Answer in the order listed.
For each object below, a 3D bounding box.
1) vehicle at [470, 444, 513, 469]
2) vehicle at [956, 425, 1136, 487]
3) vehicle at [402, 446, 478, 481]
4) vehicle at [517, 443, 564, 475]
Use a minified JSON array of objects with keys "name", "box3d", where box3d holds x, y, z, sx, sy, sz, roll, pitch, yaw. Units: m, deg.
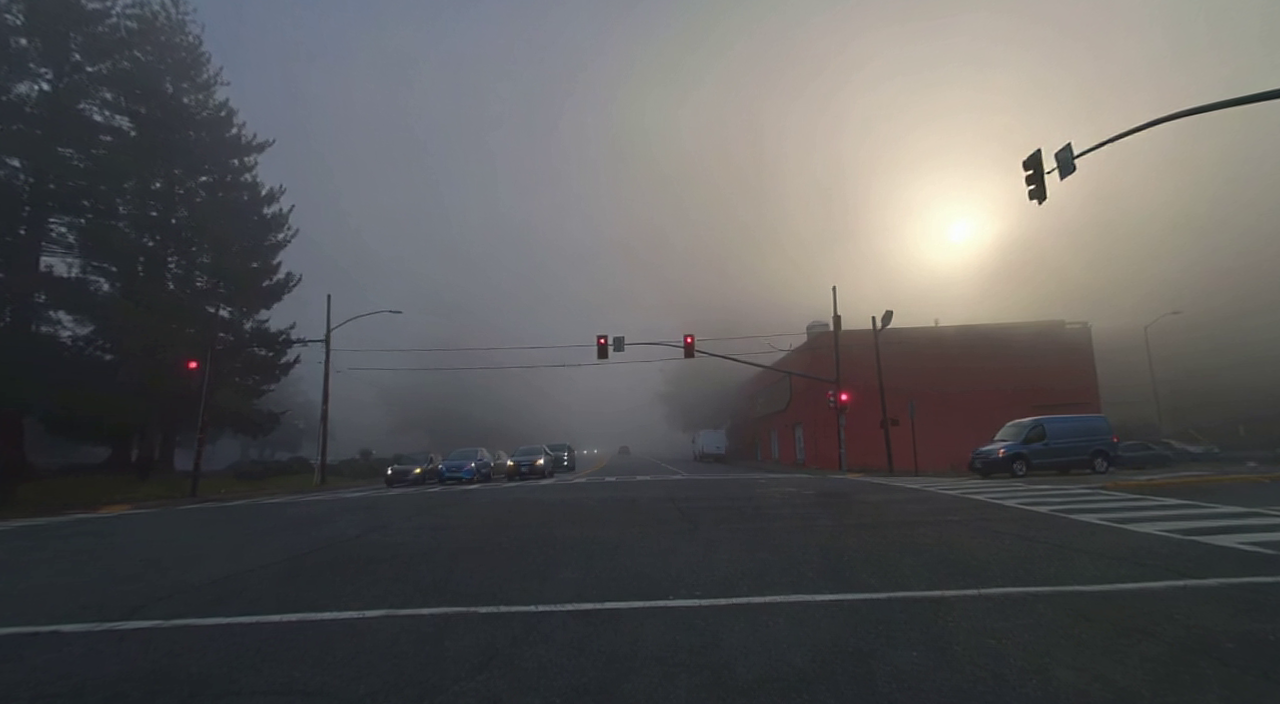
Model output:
[{"name":"vehicle","box3d":[-9.014,6.373,38.767,1.779,1.460,4.463,0,-9,-3]},{"name":"vehicle","box3d":[14.856,3.753,23.135,5.910,2.046,2.228,3,-9,-19]},{"name":"vehicle","box3d":[-9.003,5.032,28.873,2.024,1.460,4.381,0,-9,0]},{"name":"vehicle","box3d":[-4.792,5.190,30.923,1.846,1.416,4.228,0,-9,-4]}]
